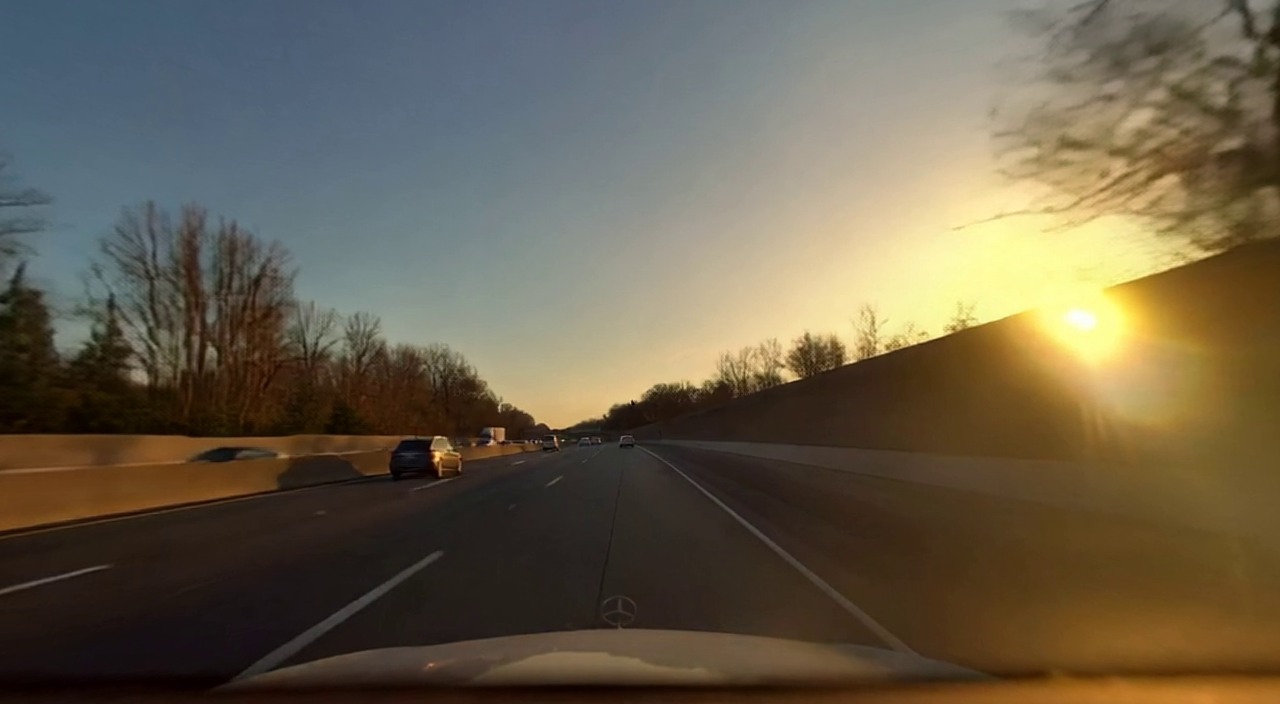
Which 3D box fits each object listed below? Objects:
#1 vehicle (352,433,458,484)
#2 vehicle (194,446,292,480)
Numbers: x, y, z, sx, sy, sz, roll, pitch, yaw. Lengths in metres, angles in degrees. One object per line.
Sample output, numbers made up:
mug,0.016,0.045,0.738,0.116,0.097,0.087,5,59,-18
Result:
vehicle,-7.680,3.483,21.034,1.972,1.532,4.222,0,-8,-1
vehicle,-19.856,5.557,31.741,1.858,1.483,4.771,0,-8,-1
